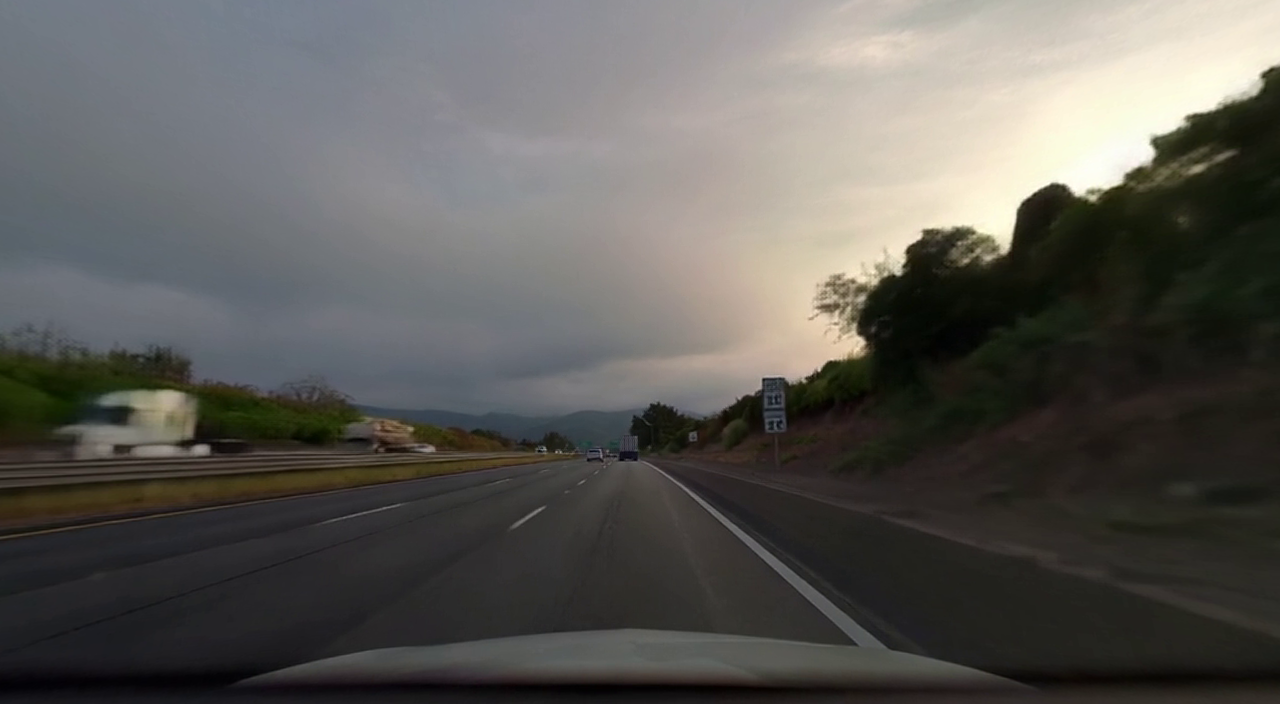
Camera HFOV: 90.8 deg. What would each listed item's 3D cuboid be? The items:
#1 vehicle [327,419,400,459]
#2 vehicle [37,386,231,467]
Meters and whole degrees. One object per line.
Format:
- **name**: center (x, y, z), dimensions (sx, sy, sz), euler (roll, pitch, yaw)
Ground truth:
- **vehicle**: center (-19.767, 6.344, 45.501), dimensions (2.337, 2.638, 6.419), euler (0, -9, -1)
- **vehicle**: center (-23.439, 3.674, 29.994), dimensions (2.632, 3.352, 7.766), euler (0, -9, 0)
